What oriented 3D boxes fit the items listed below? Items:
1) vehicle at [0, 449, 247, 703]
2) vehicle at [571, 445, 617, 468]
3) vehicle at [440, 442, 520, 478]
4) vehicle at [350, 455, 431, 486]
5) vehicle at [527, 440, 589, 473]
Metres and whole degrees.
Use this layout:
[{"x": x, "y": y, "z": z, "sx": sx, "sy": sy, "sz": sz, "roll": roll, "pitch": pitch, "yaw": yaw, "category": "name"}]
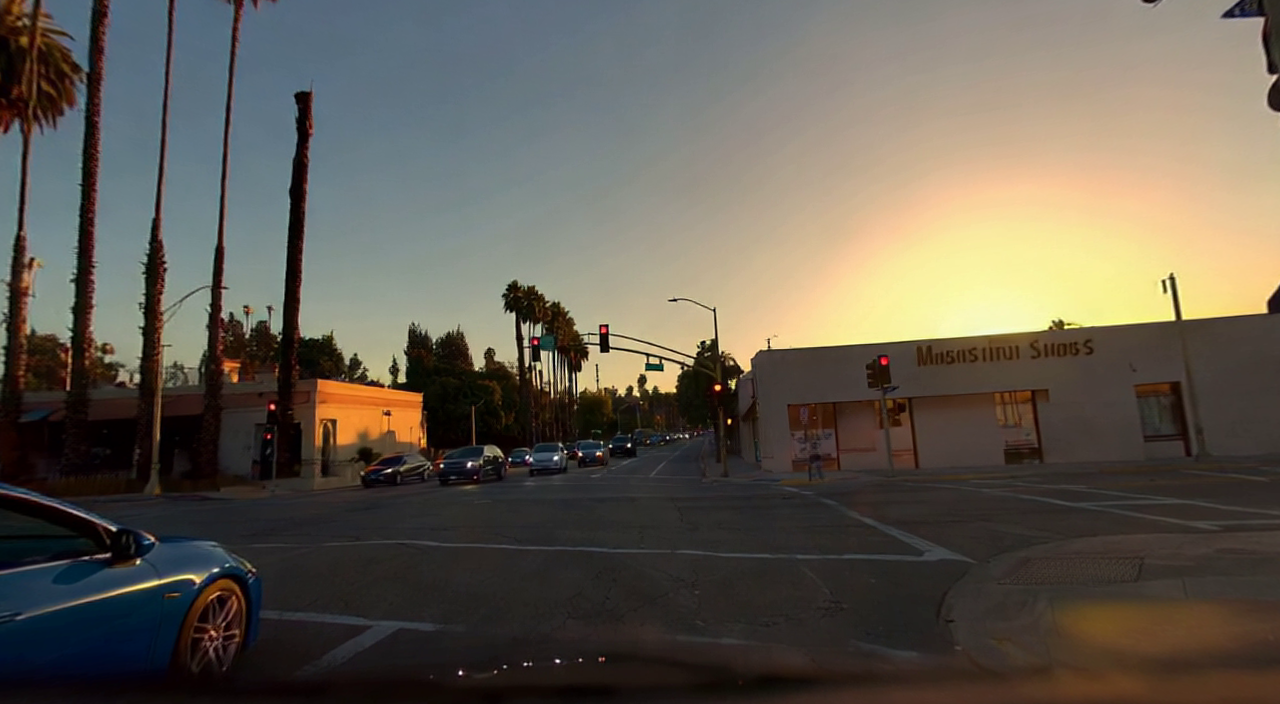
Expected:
[{"x": -3.695, "y": 1.020, "z": 2.242, "sx": 1.850, "sy": 1.325, "sz": 4.295, "roll": 0, "pitch": -9, "yaw": 0, "category": "vehicle"}, {"x": -3.152, "y": 7.238, "z": 44.016, "sx": 1.839, "sy": 1.468, "sz": 4.549, "roll": -2, "pitch": -9, "yaw": 14, "category": "vehicle"}, {"x": -8.637, "y": 5.883, "z": 34.695, "sx": 2.152, "sy": 1.825, "sz": 5.406, "roll": -2, "pitch": -9, "yaw": 10, "category": "vehicle"}, {"x": -12.769, "y": 6.080, "z": 32.686, "sx": 1.880, "sy": 1.440, "sz": 4.418, "roll": -1, "pitch": -9, "yaw": 8, "category": "vehicle"}, {"x": -4.642, "y": 6.008, "z": 36.488, "sx": 2.092, "sy": 1.709, "sz": 4.775, "roll": -2, "pitch": -9, "yaw": 12, "category": "vehicle"}]
